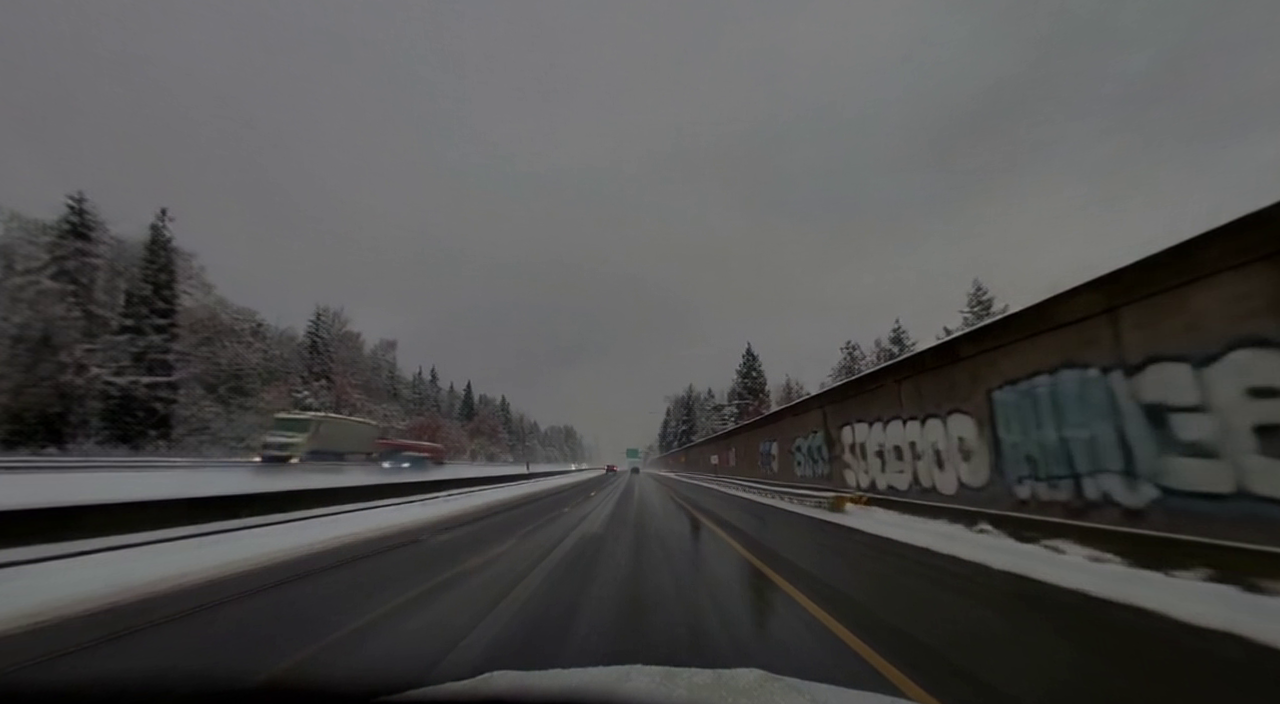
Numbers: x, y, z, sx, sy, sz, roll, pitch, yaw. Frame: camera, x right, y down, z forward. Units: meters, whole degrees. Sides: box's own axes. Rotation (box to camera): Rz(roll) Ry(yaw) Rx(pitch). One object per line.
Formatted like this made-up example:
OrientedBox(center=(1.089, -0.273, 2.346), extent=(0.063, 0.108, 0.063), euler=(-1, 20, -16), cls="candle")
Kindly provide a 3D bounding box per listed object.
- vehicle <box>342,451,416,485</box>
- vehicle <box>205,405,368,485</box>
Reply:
OrientedBox(center=(-13.590, 6.099, 33.152), extent=(1.925, 1.610, 4.426), euler=(1, -11, 1), cls="vehicle")
OrientedBox(center=(-18.072, 5.078, 33.342), extent=(2.966, 3.569, 9.541), euler=(1, -11, 0), cls="vehicle")
